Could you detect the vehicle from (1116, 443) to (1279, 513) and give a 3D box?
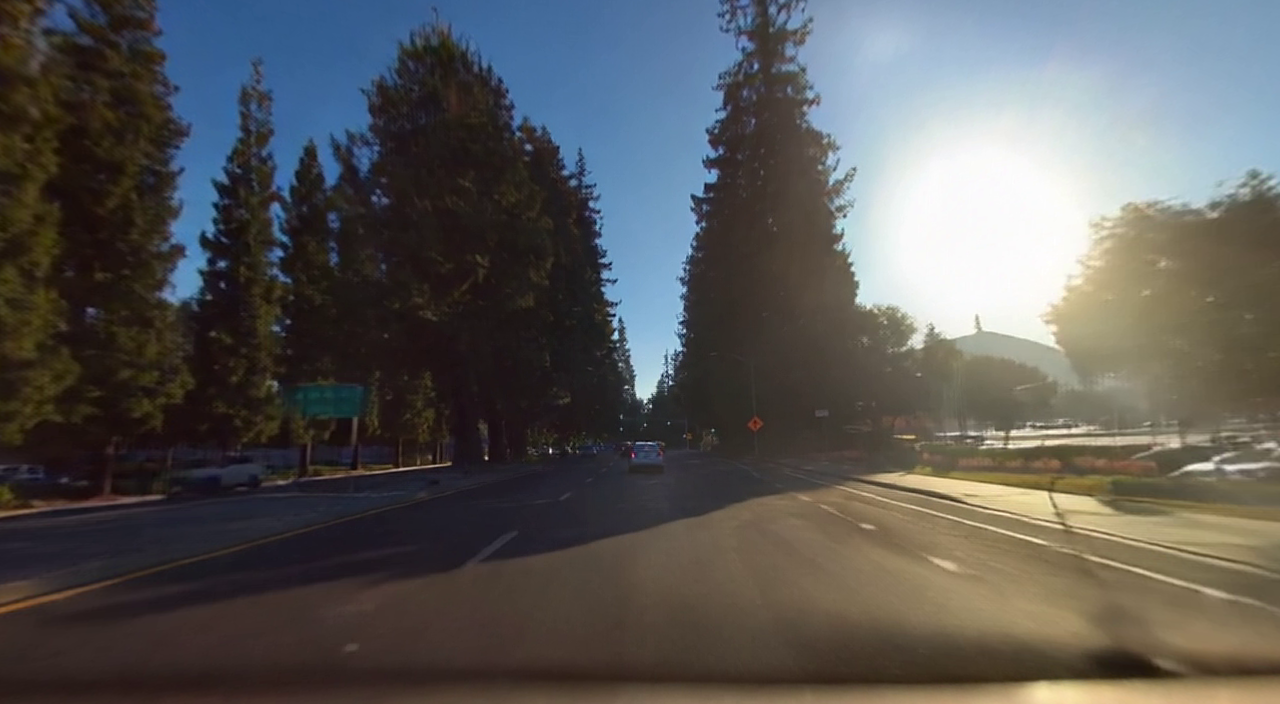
[{"bbox_3d":[15.335,3.275,16.582,3.968,1.668,1.853,-1,-8,3],"label":"vehicle"}]

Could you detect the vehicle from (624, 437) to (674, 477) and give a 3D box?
[{"bbox_3d":[0.358,4.834,29.080,2.135,1.691,3.884,0,-9,-2],"label":"vehicle"}]

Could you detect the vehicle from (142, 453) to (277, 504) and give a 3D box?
[{"bbox_3d":[-16.500,4.845,24.506,2.034,1.725,4.470,0,-9,0],"label":"vehicle"}]
